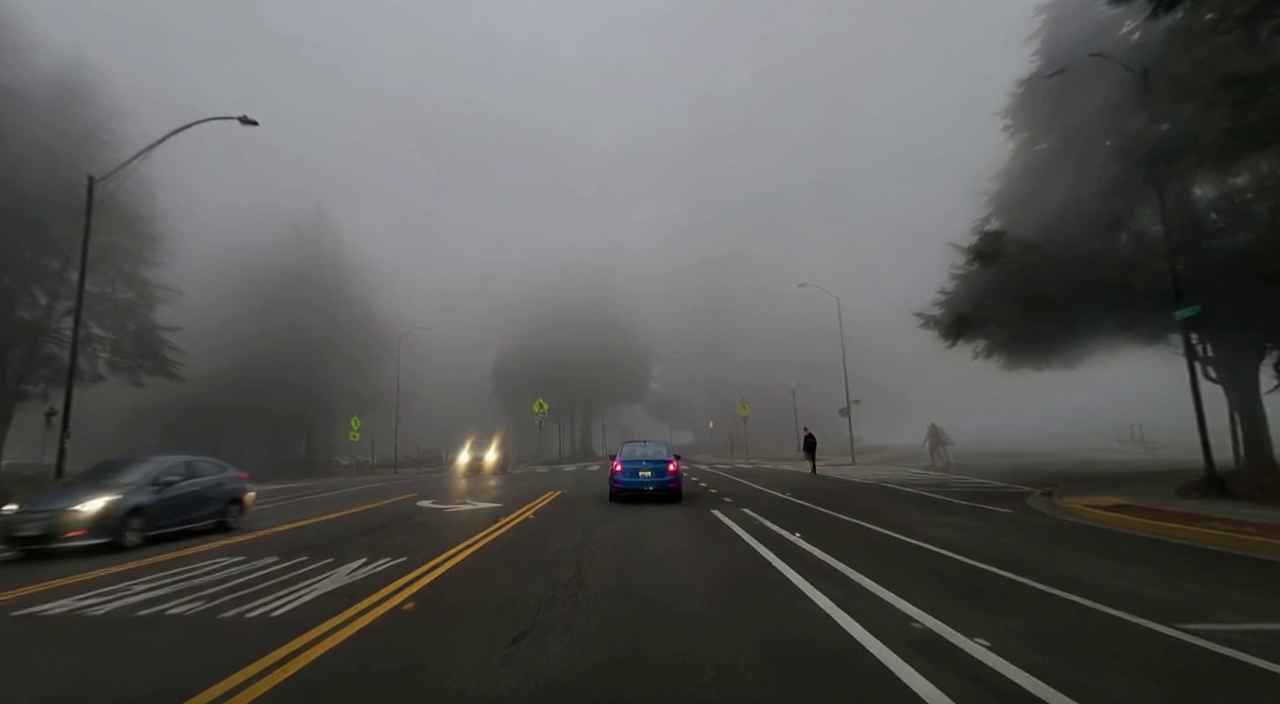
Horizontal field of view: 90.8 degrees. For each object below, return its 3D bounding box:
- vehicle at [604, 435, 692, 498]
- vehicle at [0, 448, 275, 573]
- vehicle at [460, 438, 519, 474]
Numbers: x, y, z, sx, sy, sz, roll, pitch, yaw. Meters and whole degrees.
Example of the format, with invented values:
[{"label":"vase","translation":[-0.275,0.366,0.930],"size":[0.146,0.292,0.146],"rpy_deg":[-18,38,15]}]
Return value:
[{"label":"vehicle","translation":[0.163,3.210,18.181],"size":[2.221,1.570,4.398],"rpy_deg":[0,-8,-1]},{"label":"vehicle","translation":[-8.262,2.336,10.230],"size":[2.039,1.532,4.470],"rpy_deg":[0,-8,0]},{"label":"vehicle","translation":[-8.600,5.992,36.582],"size":[2.179,1.933,5.034],"rpy_deg":[0,-8,0]}]
